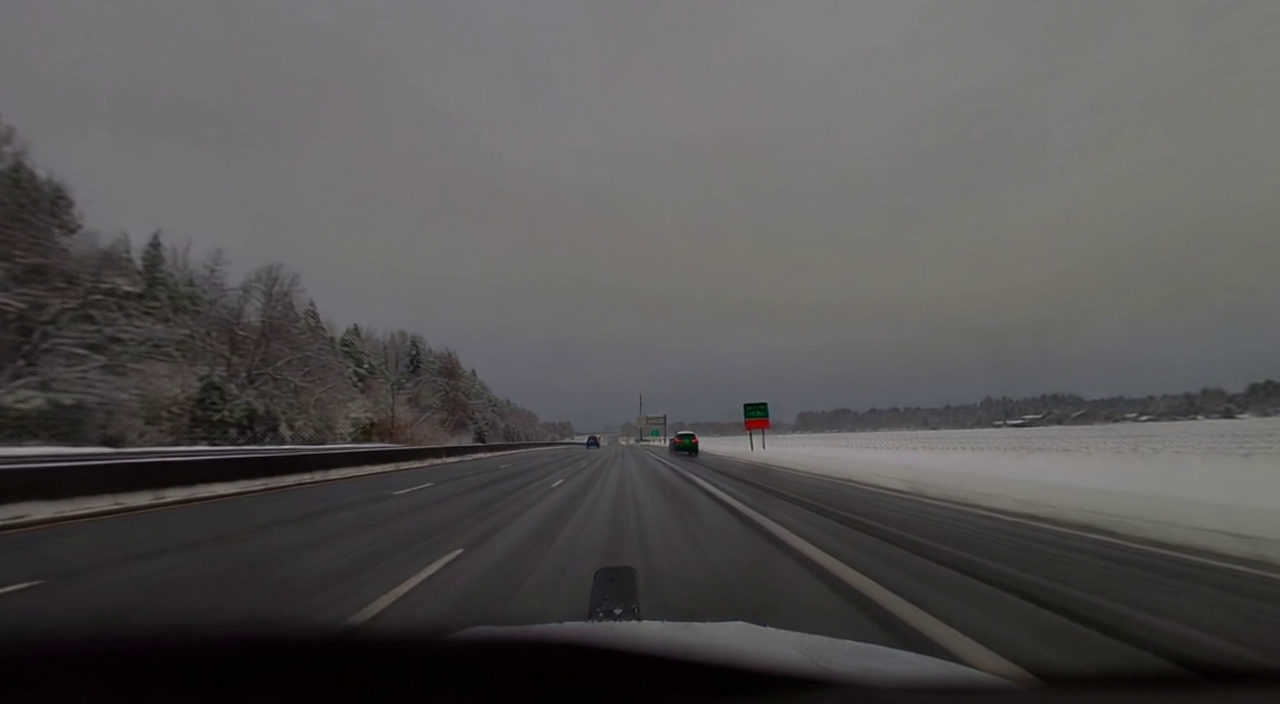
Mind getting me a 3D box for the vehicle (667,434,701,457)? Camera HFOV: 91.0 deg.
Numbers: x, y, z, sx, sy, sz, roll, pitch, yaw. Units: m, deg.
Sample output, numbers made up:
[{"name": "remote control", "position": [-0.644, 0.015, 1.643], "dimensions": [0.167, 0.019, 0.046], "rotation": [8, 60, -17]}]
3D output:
[{"name": "vehicle", "position": [3.286, 7.030, 47.636], "dimensions": [2.084, 1.614, 4.762], "rotation": [0, -8, -2]}]
